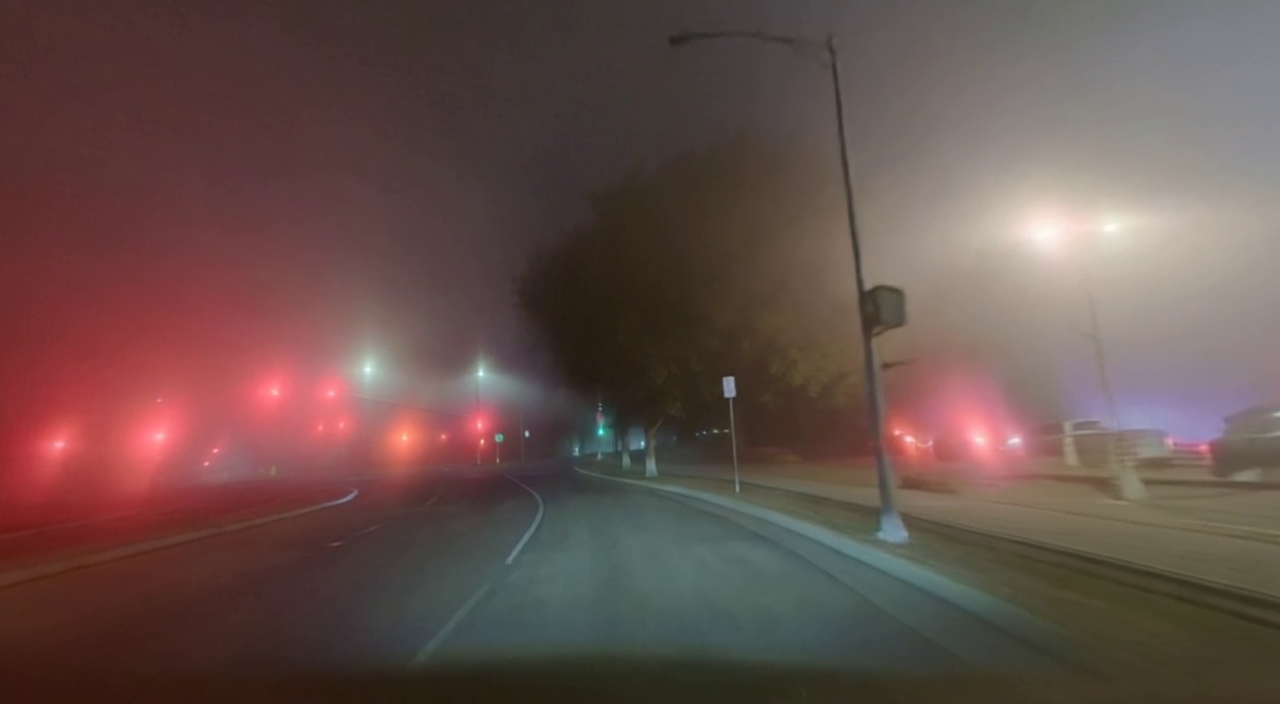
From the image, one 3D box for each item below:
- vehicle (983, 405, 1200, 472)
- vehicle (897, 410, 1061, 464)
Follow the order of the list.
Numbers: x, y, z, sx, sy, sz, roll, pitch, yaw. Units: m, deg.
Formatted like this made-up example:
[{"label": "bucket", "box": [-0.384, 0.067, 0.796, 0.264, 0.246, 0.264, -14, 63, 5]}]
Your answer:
[{"label": "vehicle", "box": [11.727, 2.300, 16.574, 4.400, 1.584, 1.964, 2, -9, -9]}, {"label": "vehicle", "box": [11.309, 2.886, 21.247, 4.441, 1.654, 2.044, 2, -9, -9]}]
